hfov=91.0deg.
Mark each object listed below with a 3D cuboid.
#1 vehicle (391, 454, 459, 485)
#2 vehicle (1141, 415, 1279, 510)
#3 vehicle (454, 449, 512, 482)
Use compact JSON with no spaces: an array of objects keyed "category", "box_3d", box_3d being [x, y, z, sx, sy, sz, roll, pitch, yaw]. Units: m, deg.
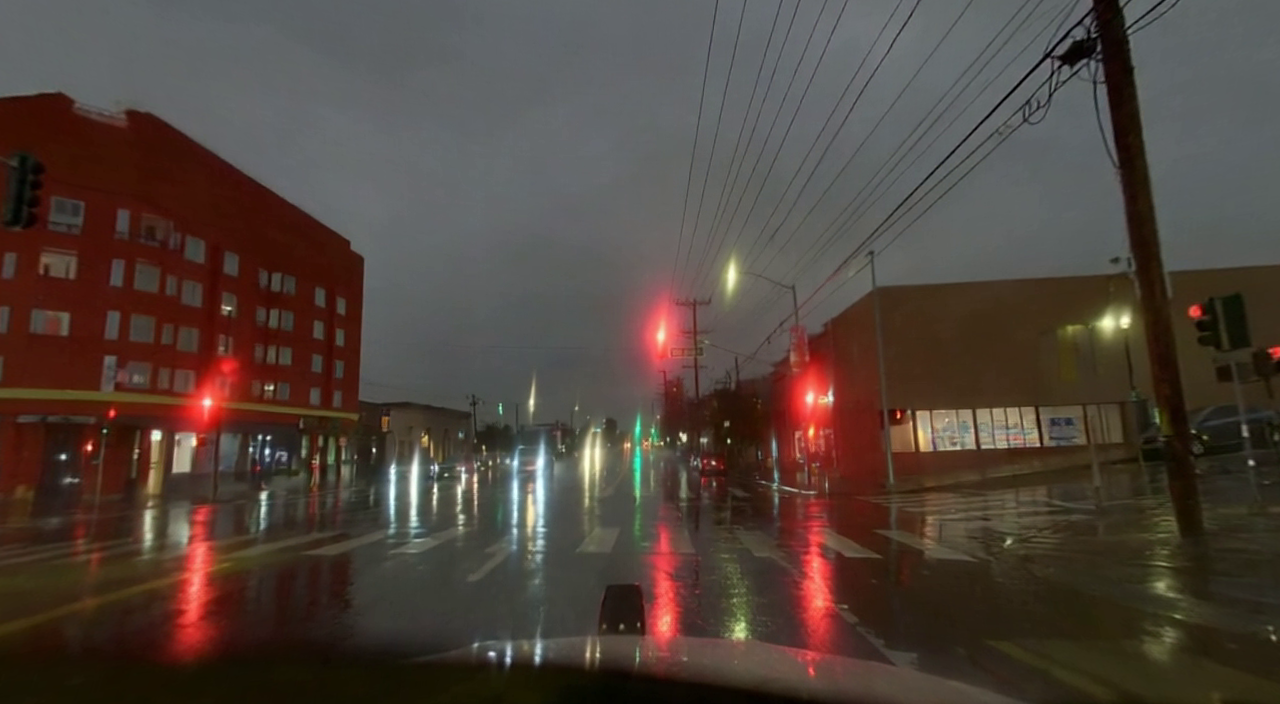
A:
[{"category":"vehicle","box_3d":[-12.038,6.600,35.652,1.943,1.574,4.727,0,-9,3]},{"category":"vehicle","box_3d":[12.684,2.207,12.784,3.234,1.746,1.941,-1,-9,3]},{"category":"vehicle","box_3d":[-8.679,6.297,35.173,2.020,1.672,3.842,0,-9,3]}]
